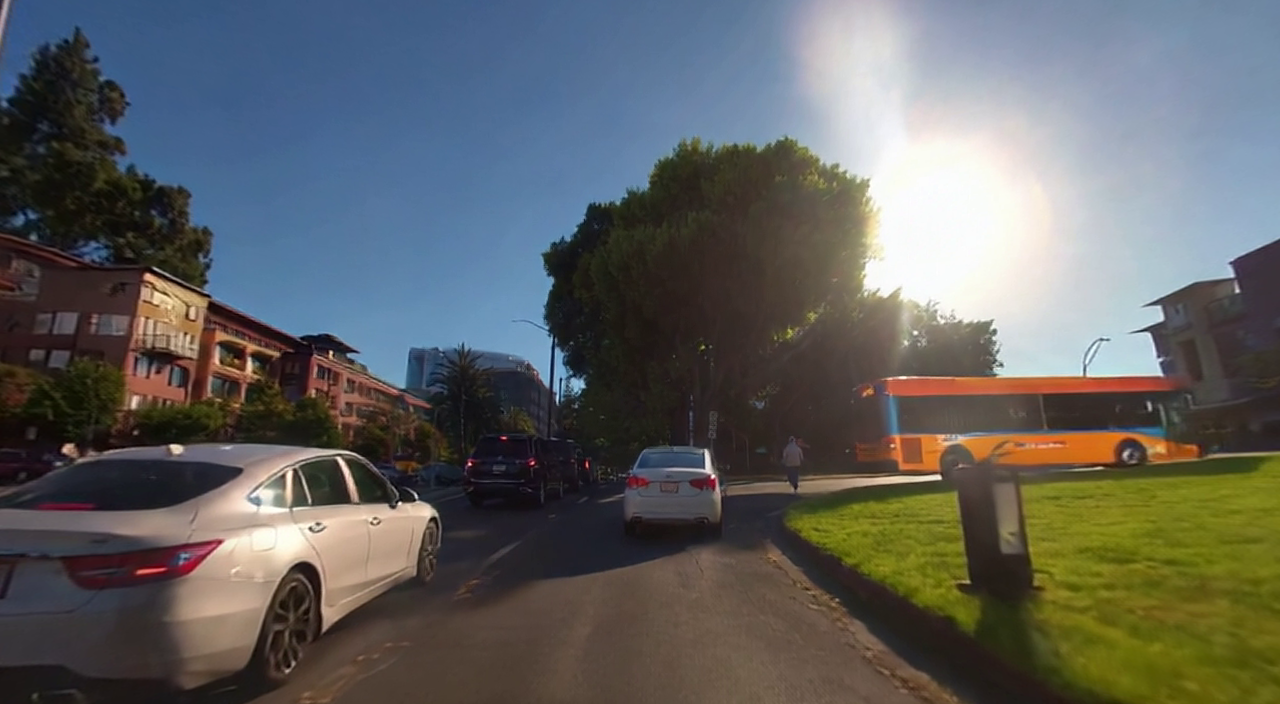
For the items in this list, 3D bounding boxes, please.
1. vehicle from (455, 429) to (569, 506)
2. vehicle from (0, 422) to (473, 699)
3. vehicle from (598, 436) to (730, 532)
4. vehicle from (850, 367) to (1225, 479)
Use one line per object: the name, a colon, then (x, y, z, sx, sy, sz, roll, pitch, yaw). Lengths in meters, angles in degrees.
vehicle: (-3.242, 3.034, 17.026, 2.017, 1.761, 4.572, 0, -8, 1)
vehicle: (-3.332, 1.480, 5.821, 1.953, 1.480, 4.522, -1, -8, 6)
vehicle: (0.630, 2.366, 11.912, 2.020, 1.478, 3.922, -1, -9, 9)
vehicle: (12.264, 2.294, 20.181, 9.977, 3.303, 2.948, 0, -8, -2)
